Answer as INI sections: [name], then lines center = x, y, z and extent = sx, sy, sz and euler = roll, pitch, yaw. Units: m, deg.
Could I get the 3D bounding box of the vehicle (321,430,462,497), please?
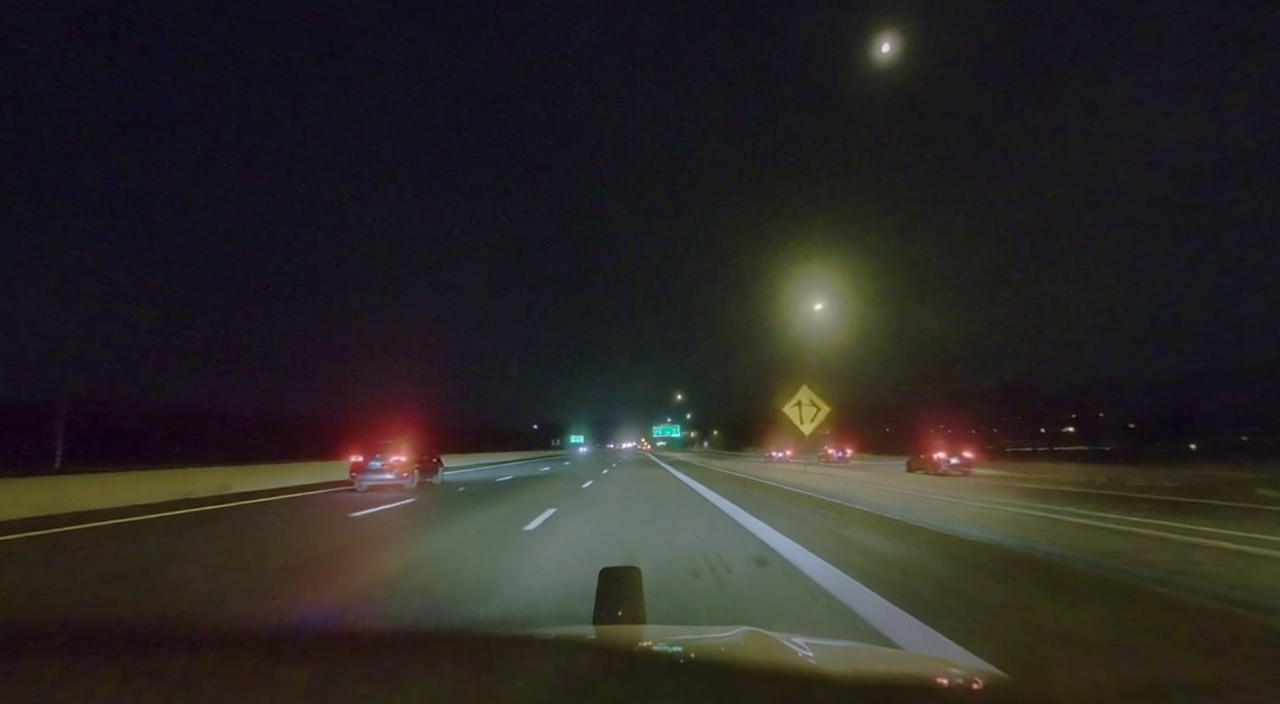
[vehicle]
center = -6.978, 3.191, 18.383
extent = 2.109, 1.692, 4.712
euler = 0, -9, 1
